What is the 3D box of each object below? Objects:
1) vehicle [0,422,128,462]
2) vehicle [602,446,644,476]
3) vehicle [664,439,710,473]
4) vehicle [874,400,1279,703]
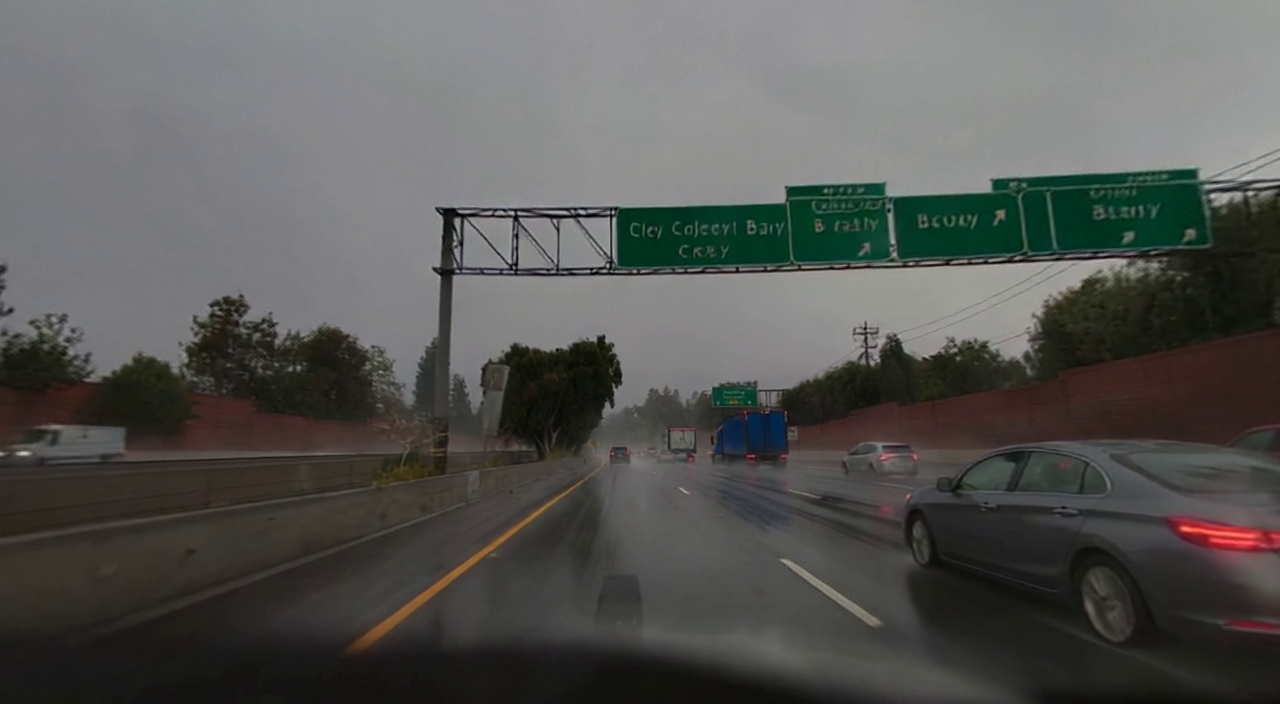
[{"bbox_3d":[-34.841,5.417,37.787,2.471,2.188,7.394,0,-9,-3],"label":"vehicle"},{"bbox_3d":[-0.906,5.746,33.502,2.083,1.477,3.965,0,-9,-2],"label":"vehicle"},{"bbox_3d":[2.643,6.040,36.832,2.114,1.849,4.692,0,-9,-3],"label":"vehicle"},{"bbox_3d":[3.289,1.160,3.958,1.922,1.465,4.165,0,-9,-2],"label":"vehicle"}]
